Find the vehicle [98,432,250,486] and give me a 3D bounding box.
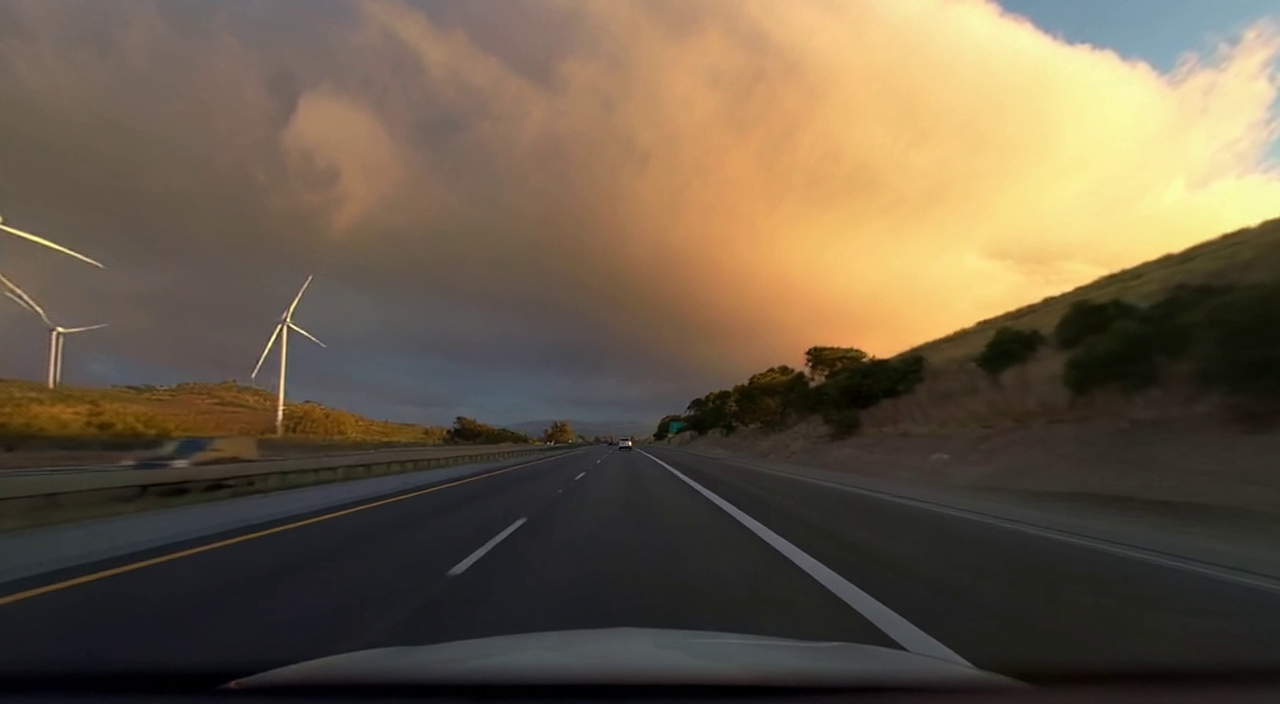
[{"bbox_3d":[-14.742,3.382,20.236,1.802,1.527,4.067,0,-8,-1],"label":"vehicle"}]
